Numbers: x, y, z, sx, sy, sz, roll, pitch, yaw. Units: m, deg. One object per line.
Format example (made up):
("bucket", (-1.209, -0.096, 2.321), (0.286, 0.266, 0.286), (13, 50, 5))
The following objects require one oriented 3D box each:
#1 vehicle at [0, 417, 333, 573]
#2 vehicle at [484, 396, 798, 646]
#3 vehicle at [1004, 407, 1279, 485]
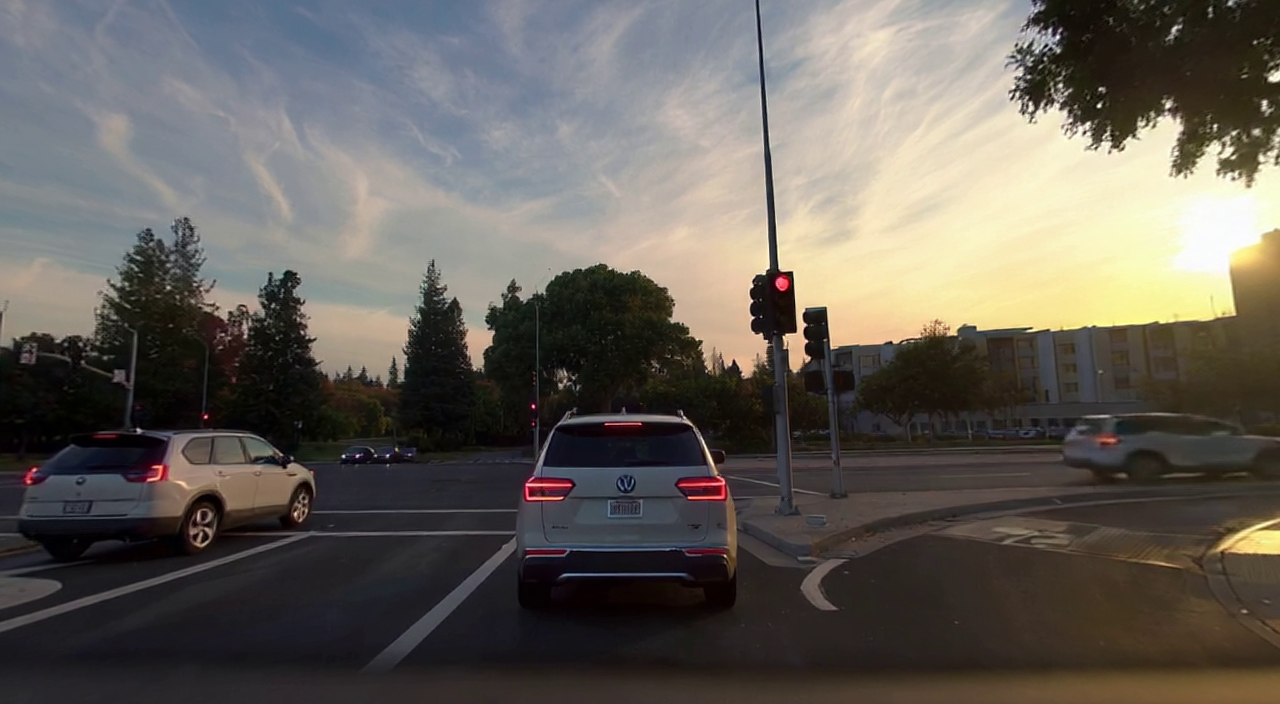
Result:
("vehicle", (-6.391, 1.896, 9.126), (2.020, 1.695, 4.187), (1, -9, -5))
("vehicle", (-0.143, 1.456, 6.457), (2.154, 1.670, 4.140), (1, -9, -5))
("vehicle", (13.077, 2.466, 16.482), (5.623, 1.843, 2.147), (-1, -9, 8))
